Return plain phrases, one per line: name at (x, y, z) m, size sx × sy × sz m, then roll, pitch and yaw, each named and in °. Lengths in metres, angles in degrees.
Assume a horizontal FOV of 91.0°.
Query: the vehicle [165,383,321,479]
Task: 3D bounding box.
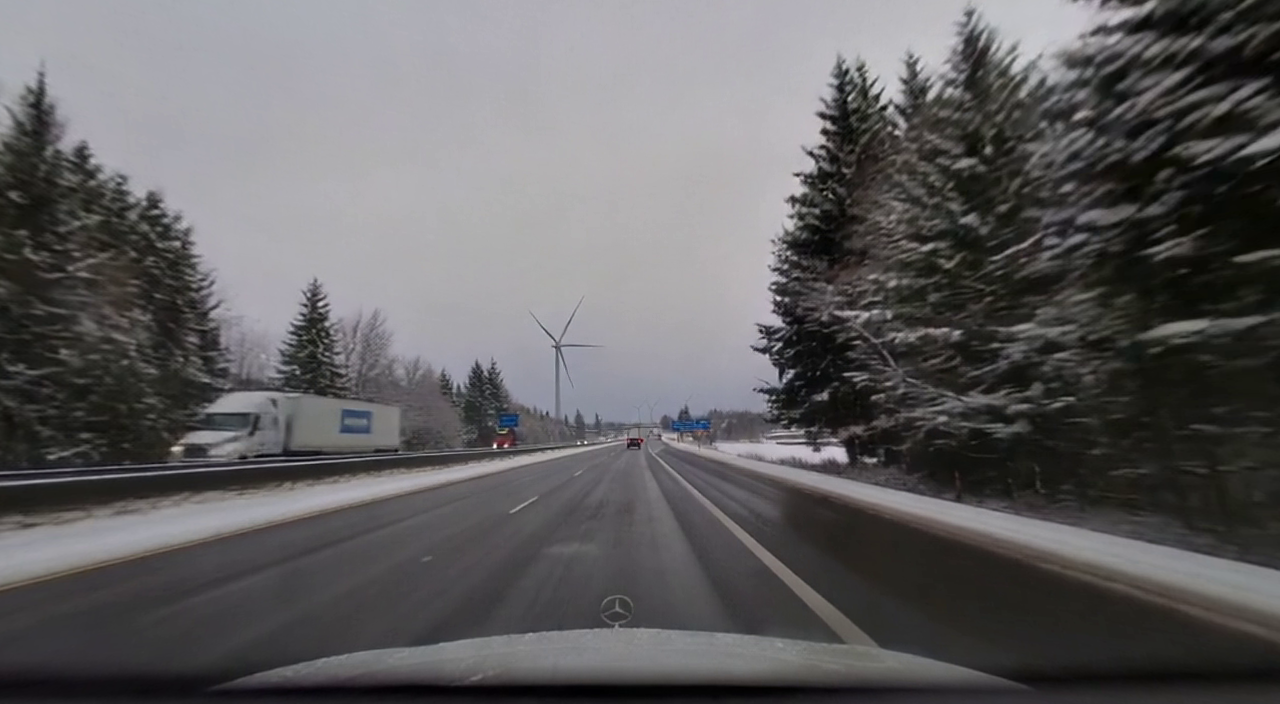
vehicle at (-17.283, 3.563, 28.020) m, size 2.995 × 3.776 × 5.874 m, roll 0°, pitch -8°, yaw -1°
